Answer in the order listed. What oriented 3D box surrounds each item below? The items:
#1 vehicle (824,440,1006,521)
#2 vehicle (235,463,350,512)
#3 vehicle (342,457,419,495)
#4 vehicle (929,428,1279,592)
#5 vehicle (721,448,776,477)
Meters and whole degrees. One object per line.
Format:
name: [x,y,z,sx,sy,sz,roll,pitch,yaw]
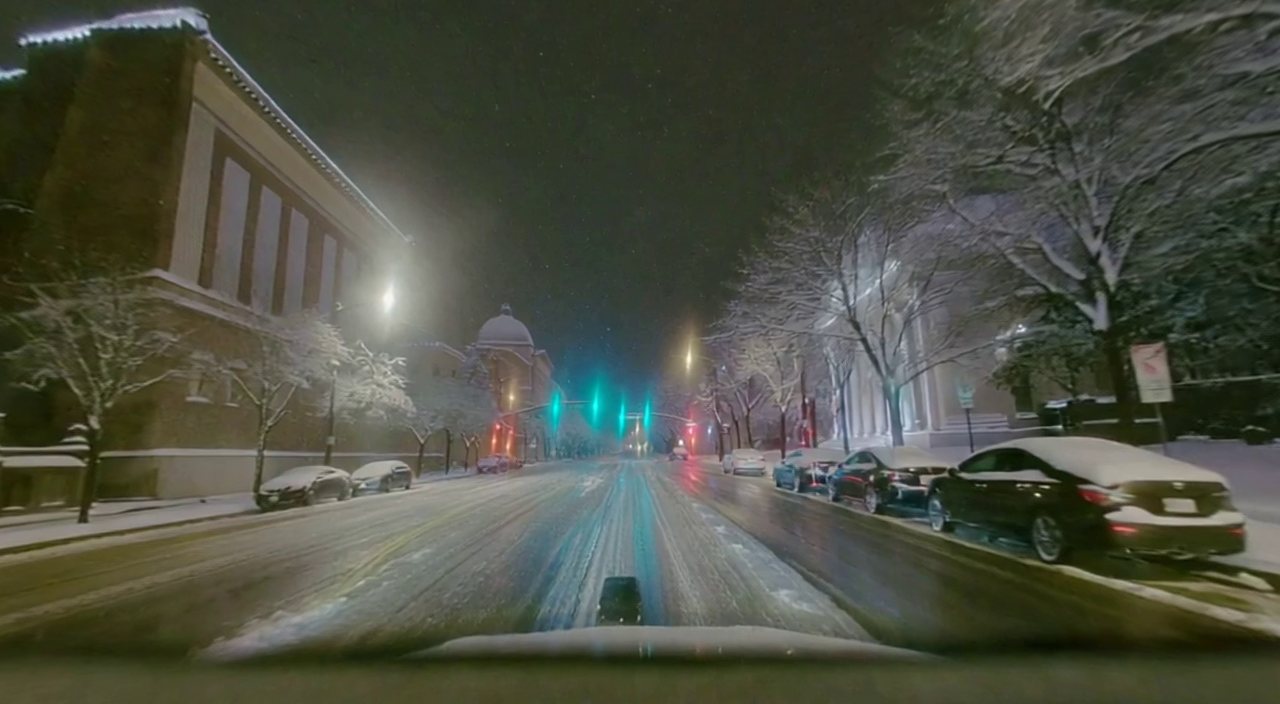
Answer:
vehicle: [5.827,2.751,14.169,1.849,1.491,4.626,0,-9,-2]
vehicle: [-12.628,4.919,23.347,1.828,1.462,4.421,0,-8,-2]
vehicle: [-12.634,6.037,31.122,1.911,1.558,4.793,-3,-9,-2]
vehicle: [6.037,1.880,8.530,1.923,1.554,4.712,0,-8,-2]
vehicle: [5.982,6.131,35.339,2.091,1.445,4.678,0,-9,-2]
